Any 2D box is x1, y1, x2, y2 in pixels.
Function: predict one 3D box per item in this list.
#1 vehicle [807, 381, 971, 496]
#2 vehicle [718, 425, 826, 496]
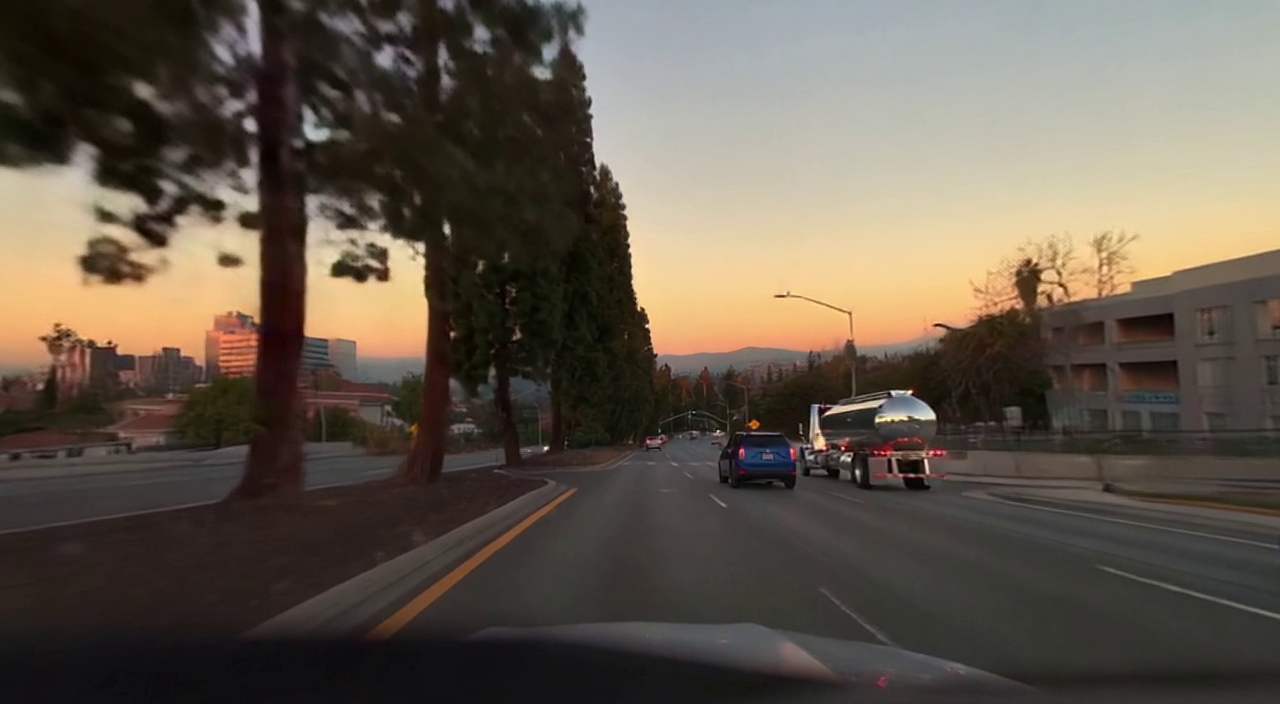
[{"bbox_3d":[7.837,2.863,20.917,2.849,3.207,6.275,0,-8,0],"label":"vehicle"},{"bbox_3d":[3.528,2.991,17.805,2.045,1.729,4.532,0,-8,0],"label":"vehicle"}]
